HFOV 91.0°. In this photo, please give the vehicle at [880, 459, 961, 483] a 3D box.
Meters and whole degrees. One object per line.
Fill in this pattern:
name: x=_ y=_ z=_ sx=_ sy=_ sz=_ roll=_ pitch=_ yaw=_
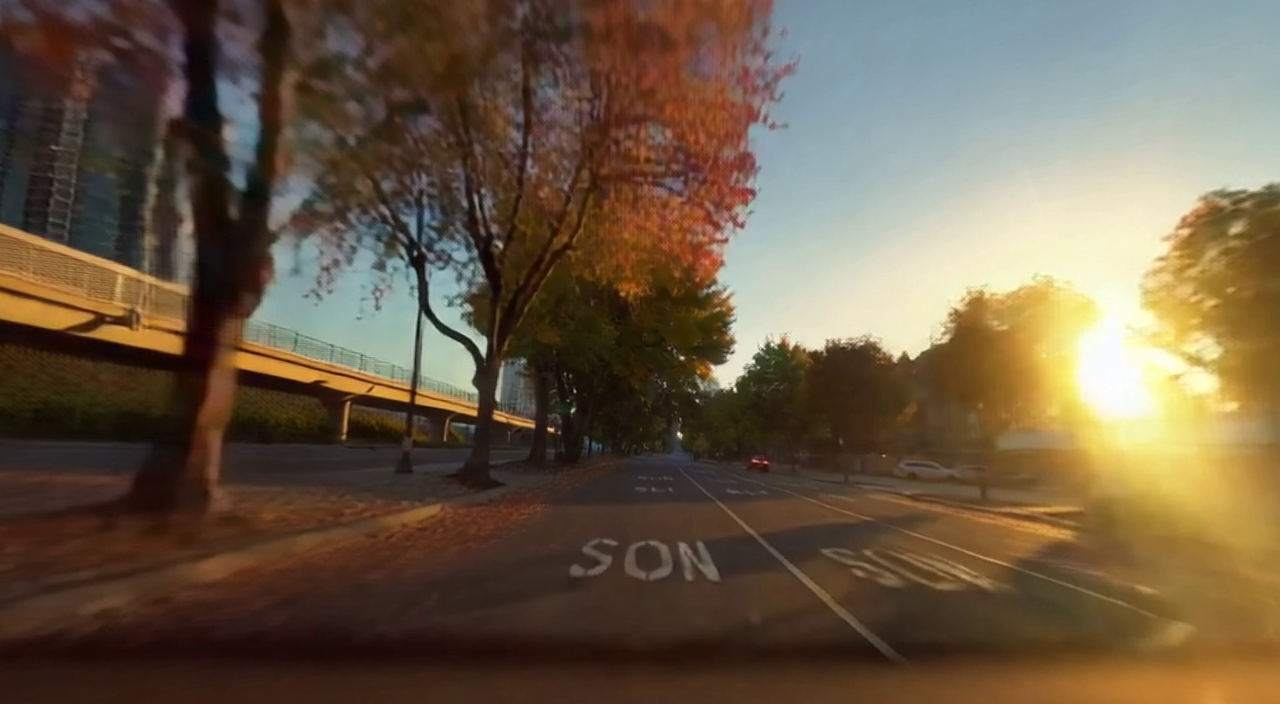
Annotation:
vehicle: x=19.844 y=8.428 z=44.754 sx=4.635 sy=1.552 sz=2.334 roll=1 pitch=-9 yaw=1
